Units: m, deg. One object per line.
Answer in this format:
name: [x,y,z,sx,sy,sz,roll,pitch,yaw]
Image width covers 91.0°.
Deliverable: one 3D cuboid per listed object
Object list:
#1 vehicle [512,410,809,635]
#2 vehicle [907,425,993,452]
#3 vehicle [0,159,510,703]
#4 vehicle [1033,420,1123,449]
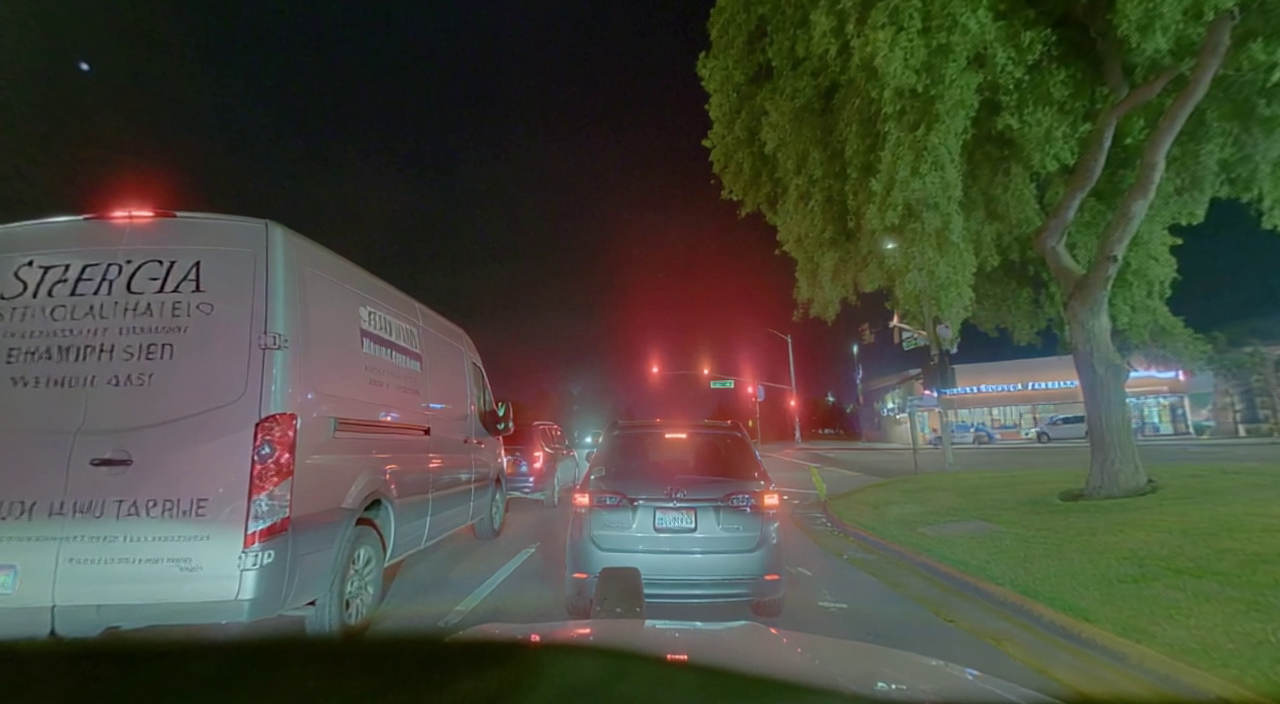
vehicle: [0.305,1.686,7.306,2.398,1.773,4.254,-1,-8,4]
vehicle: [21.929,6.127,44.592,5.021,1.848,2.210,1,-9,-9]
vehicle: [-3.143,0.926,5.851,2.555,3.035,5.702,0,-8,1]
vehicle: [32.077,6.079,46.146,5.084,2.041,2.360,2,-9,-10]
